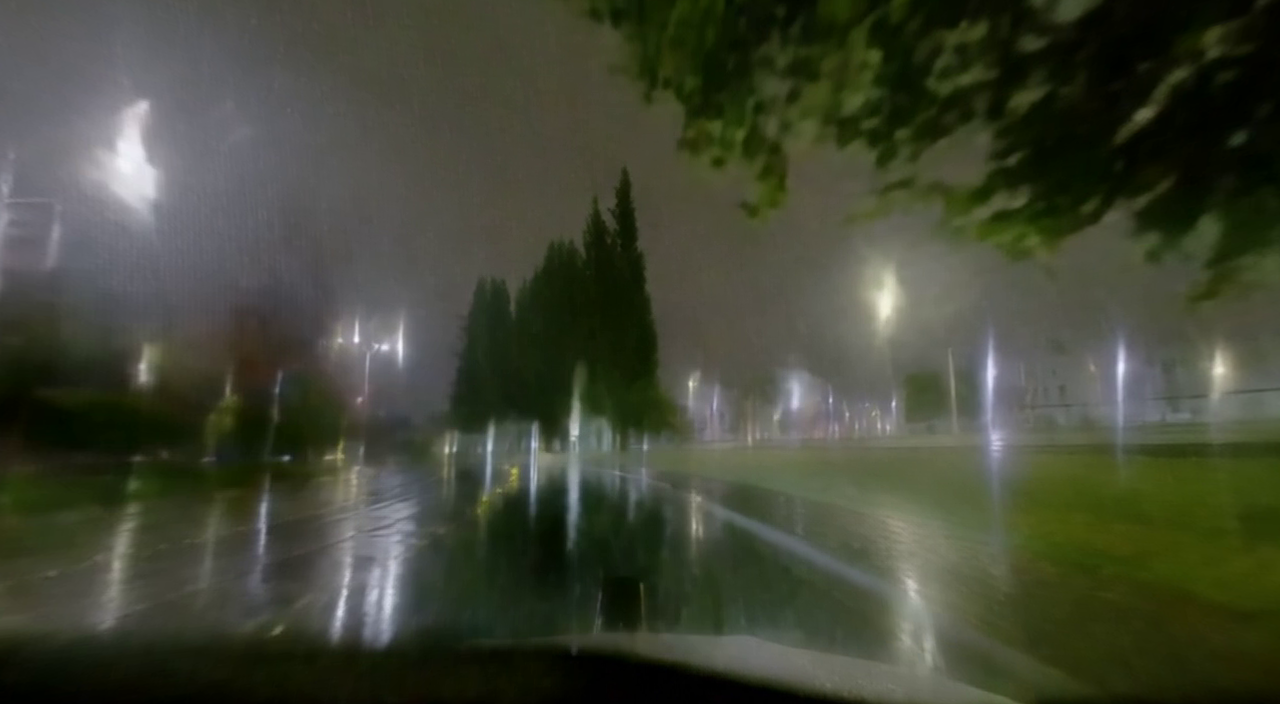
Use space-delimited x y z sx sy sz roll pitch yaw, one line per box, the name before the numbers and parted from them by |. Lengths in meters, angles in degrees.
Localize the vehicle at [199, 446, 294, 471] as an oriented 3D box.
vehicle | -30.049 8.162 48.448 5.613 1.775 2.357 3 -9 -16
